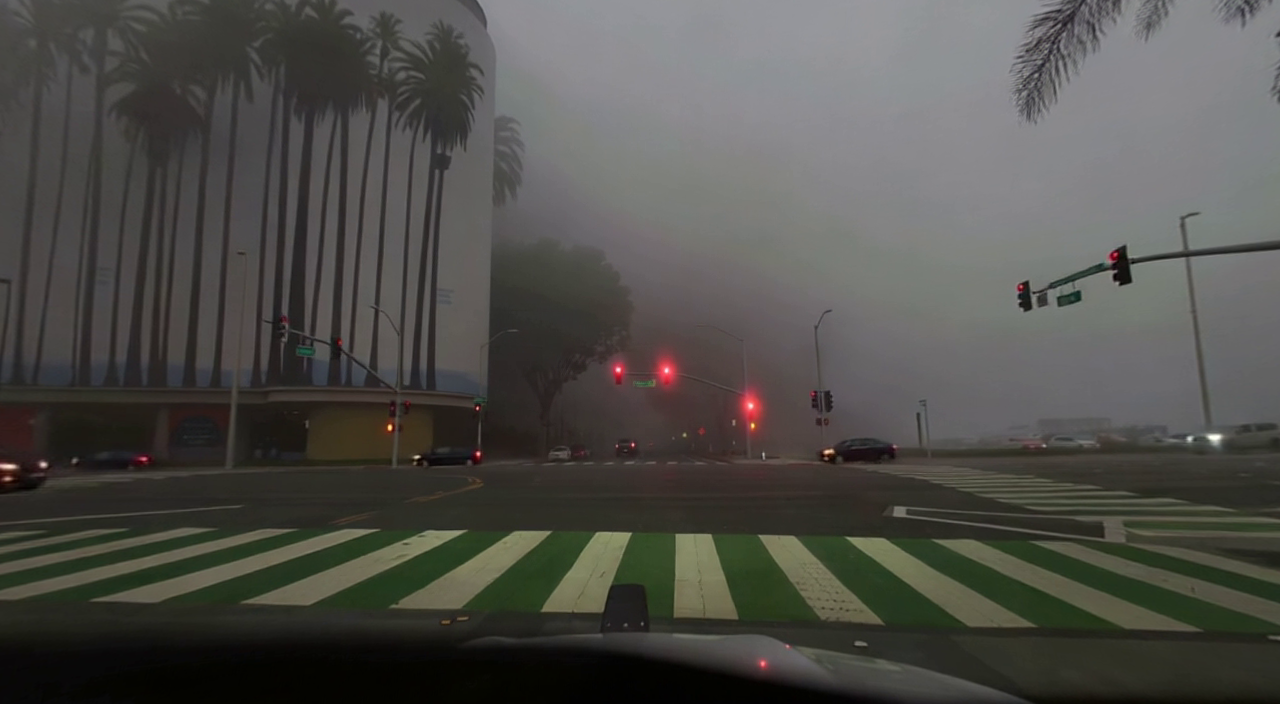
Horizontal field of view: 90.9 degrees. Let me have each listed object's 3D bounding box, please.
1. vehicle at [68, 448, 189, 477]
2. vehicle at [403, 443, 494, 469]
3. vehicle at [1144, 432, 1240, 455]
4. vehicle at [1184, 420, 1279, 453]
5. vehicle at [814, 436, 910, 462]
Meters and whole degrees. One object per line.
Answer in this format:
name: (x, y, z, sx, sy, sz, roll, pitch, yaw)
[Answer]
vehicle: (-27.159, 5.855, 33.578, 4.875, 1.461, 1.777, 0, -8, 1)
vehicle: (-11.264, 6.141, 37.299, 4.784, 1.465, 1.798, 0, -8, 1)
vehicle: (36.066, 6.023, 41.243, 4.606, 1.449, 1.687, 0, -8, 1)
vehicle: (35.516, 4.940, 36.758, 5.477, 1.880, 2.125, 0, -8, 1)
vehicle: (12.890, 5.656, 36.716, 4.893, 1.458, 1.791, 0, -8, 0)
